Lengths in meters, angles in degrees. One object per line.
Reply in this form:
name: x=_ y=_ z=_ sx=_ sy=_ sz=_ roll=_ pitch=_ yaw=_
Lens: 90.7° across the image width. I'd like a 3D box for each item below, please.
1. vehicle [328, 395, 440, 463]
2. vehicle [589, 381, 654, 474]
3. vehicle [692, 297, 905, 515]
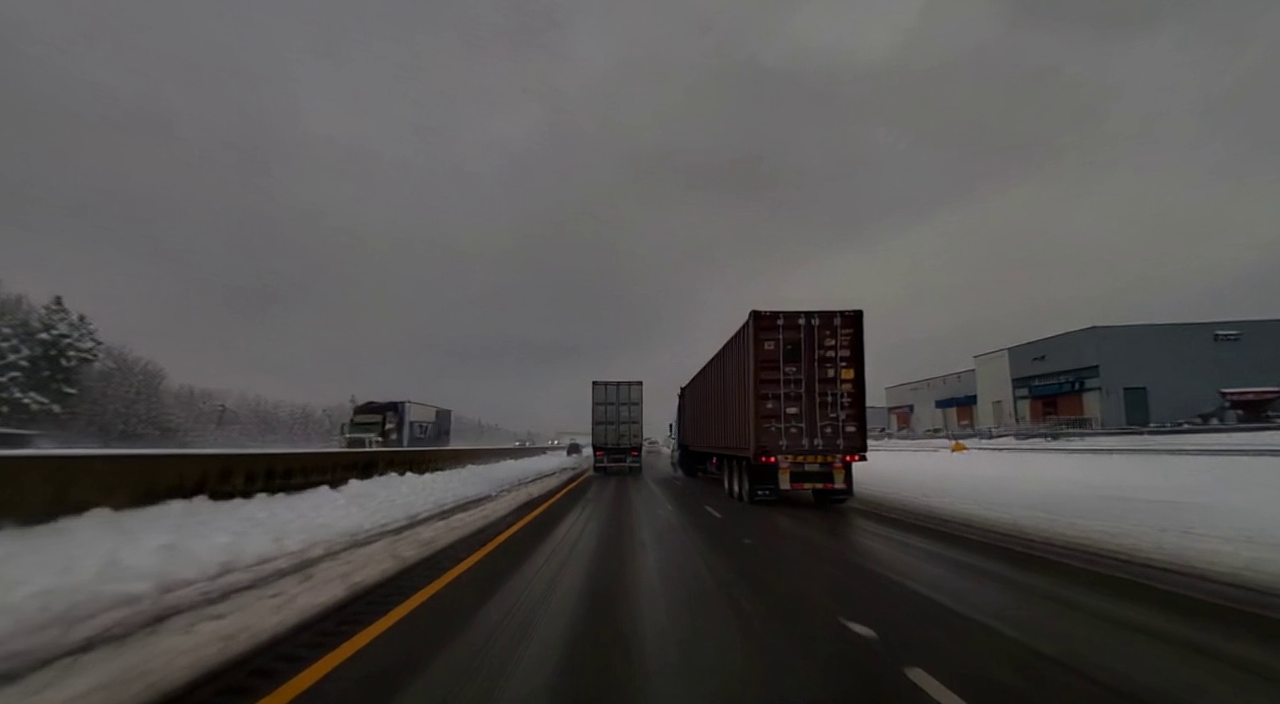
vehicle: x=-17.291 y=5.579 z=44.261 sx=2.829 sy=4.021 sz=13.010 roll=0 pitch=-9 yaw=-2
vehicle: x=-0.808 y=4.210 z=33.936 sx=2.841 sy=4.071 sz=12.046 roll=-1 pitch=-9 yaw=0
vehicle: x=3.450 y=1.906 z=18.215 sx=2.803 sy=4.072 sz=12.744 roll=0 pitch=-9 yaw=0
